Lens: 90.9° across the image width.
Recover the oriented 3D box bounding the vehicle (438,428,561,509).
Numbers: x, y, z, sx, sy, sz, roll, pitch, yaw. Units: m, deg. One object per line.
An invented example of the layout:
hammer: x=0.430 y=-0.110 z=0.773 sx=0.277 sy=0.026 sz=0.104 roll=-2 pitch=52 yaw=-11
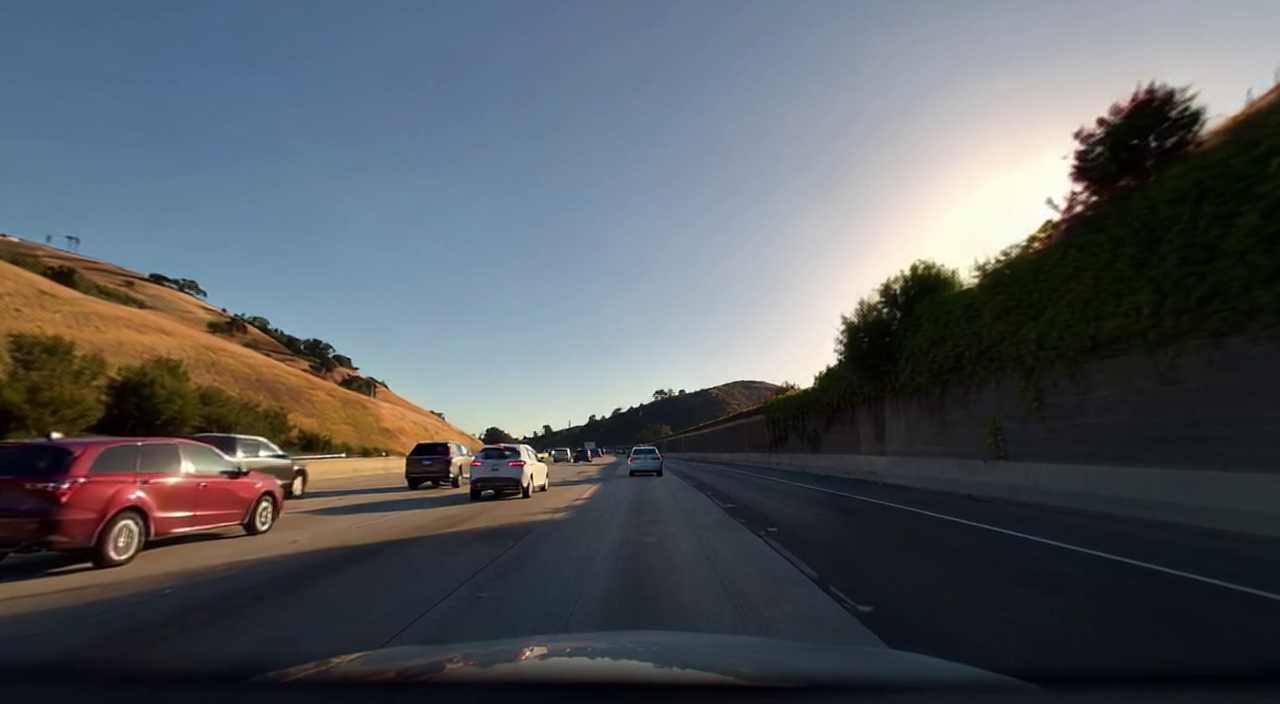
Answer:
vehicle: x=-3.448 y=2.966 z=16.513 sx=2.093 sy=1.820 sz=4.506 roll=0 pitch=-9 yaw=1

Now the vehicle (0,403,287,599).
vehicle: x=-7.017 y=1.719 z=8.064 sx=2.215 sy=1.797 sz=4.666 roll=0 pitch=-9 yaw=1

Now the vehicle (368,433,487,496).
vehicle: x=-6.988 y=3.747 z=21.488 sx=2.108 sy=1.856 sz=5.214 roll=0 pitch=-9 yaw=1

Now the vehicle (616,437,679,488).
vehicle: x=0.252 y=4.279 z=24.795 sx=2.233 sy=1.804 sz=4.273 roll=0 pitch=-9 yaw=0
